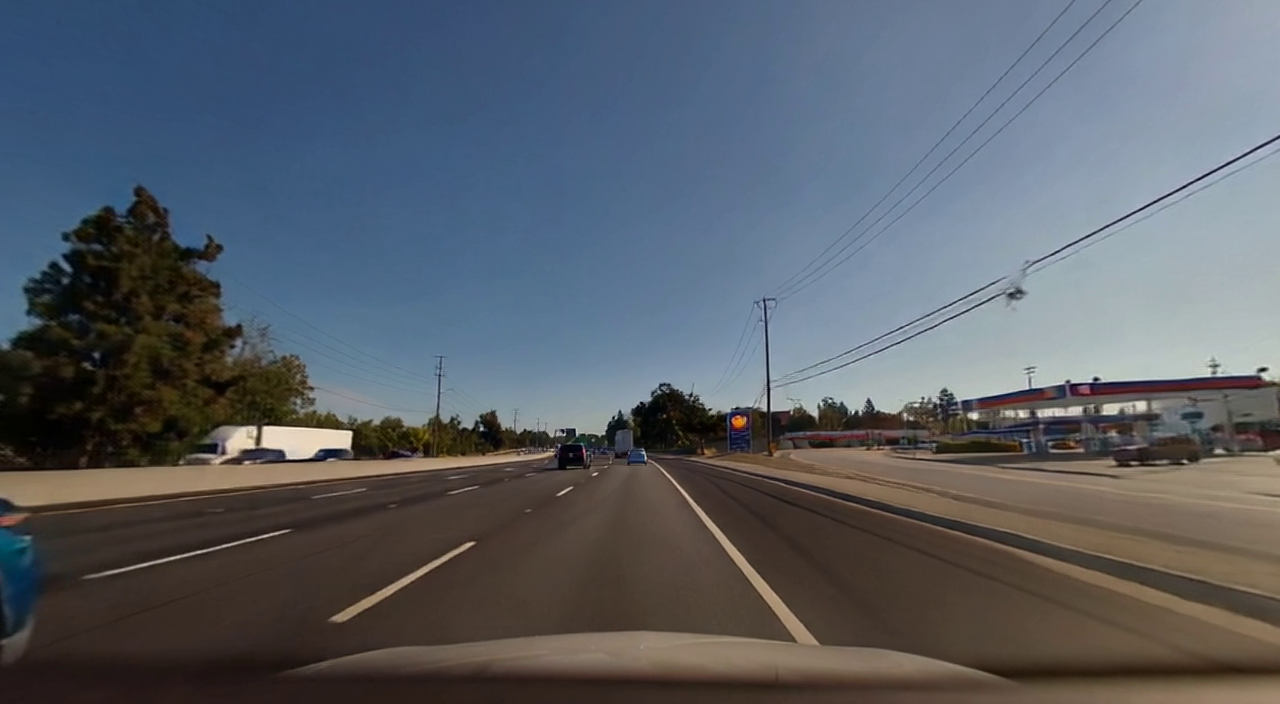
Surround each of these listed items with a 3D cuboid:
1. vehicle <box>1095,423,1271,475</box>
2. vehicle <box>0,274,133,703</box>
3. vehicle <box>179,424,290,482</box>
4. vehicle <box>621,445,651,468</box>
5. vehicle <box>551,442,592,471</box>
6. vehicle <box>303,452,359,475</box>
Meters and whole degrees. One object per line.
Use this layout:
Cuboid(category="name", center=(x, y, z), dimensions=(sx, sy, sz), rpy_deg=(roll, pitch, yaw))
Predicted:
Cuboid(category="vehicle", center=(34.852, 6.343, 40.836), dimensions=(7.976, 2.684, 2.905), rpy_deg=(-3, -15, 7))
Cuboid(category="vehicle", center=(-4.209, 0.348, 0.327), dimensions=(2.694, 2.081, 6.099), rpy_deg=(0, -8, 1))
Cuboid(category="vehicle", center=(-30.372, 7.599, 47.854), dimensions=(2.982, 3.933, 8.231), rpy_deg=(0, -8, -1))
Cuboid(category="vehicle", center=(-0.340, 7.305, 44.386), dimensions=(1.982, 1.524, 3.800), rpy_deg=(0, -8, -2))
Cuboid(category="vehicle", center=(-4.615, 7.080, 42.992), dimensions=(2.273, 1.884, 4.515), rpy_deg=(0, -8, 0))
Cuboid(category="vehicle", center=(-22.544, 8.123, 46.149), dimensions=(1.851, 1.577, 4.503), rpy_deg=(0, -8, -1))
